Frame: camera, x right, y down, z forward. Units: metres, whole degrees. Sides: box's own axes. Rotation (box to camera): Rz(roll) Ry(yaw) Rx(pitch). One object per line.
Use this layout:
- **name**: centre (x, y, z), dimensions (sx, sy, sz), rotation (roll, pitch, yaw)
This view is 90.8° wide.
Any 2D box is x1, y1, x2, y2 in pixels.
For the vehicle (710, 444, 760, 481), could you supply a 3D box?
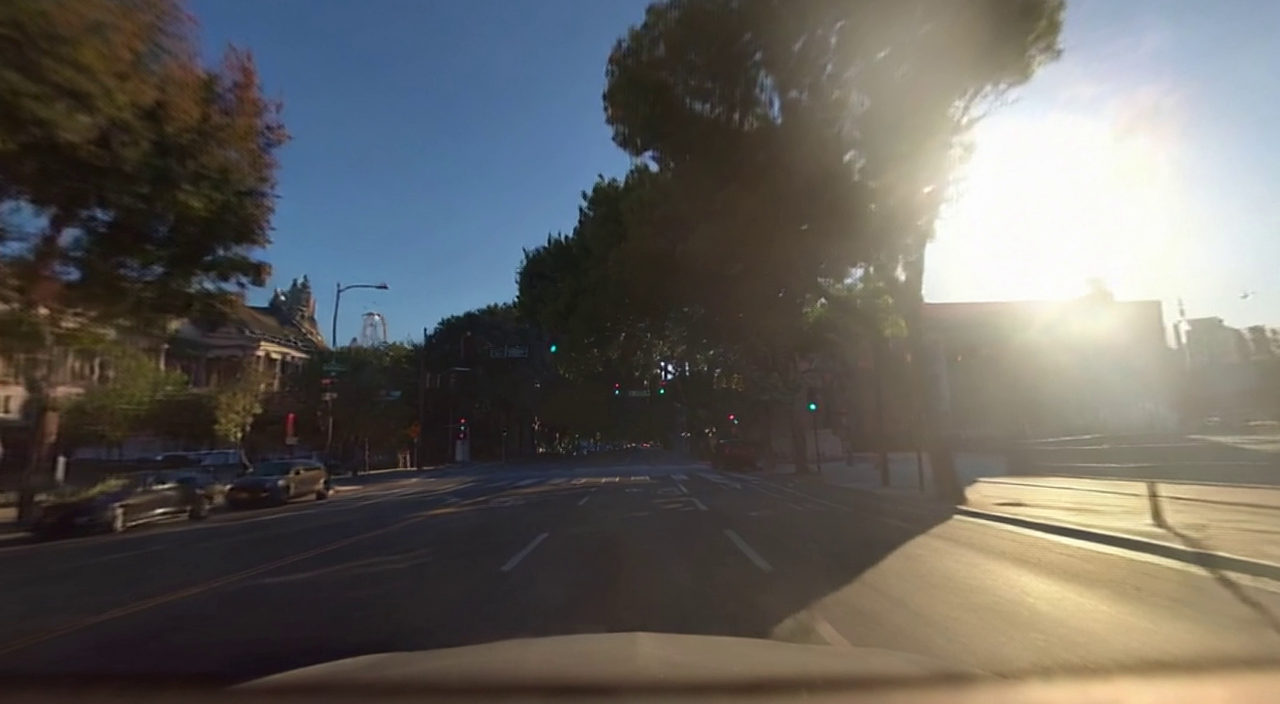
- **vehicle**: centre (4.299, 5.001, 28.859), dimensions (2.085, 1.530, 4.125), rotation (-2, -9, 8)

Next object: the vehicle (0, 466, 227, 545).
- **vehicle**: centre (-12.338, 3.576, 15.281), dimensions (1.767, 1.455, 4.389), rotation (0, -8, -1)

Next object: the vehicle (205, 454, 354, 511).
- **vehicle**: centre (-12.457, 4.505, 22.401), dimensions (2.011, 1.668, 5.474), rotation (-1, -8, 0)
